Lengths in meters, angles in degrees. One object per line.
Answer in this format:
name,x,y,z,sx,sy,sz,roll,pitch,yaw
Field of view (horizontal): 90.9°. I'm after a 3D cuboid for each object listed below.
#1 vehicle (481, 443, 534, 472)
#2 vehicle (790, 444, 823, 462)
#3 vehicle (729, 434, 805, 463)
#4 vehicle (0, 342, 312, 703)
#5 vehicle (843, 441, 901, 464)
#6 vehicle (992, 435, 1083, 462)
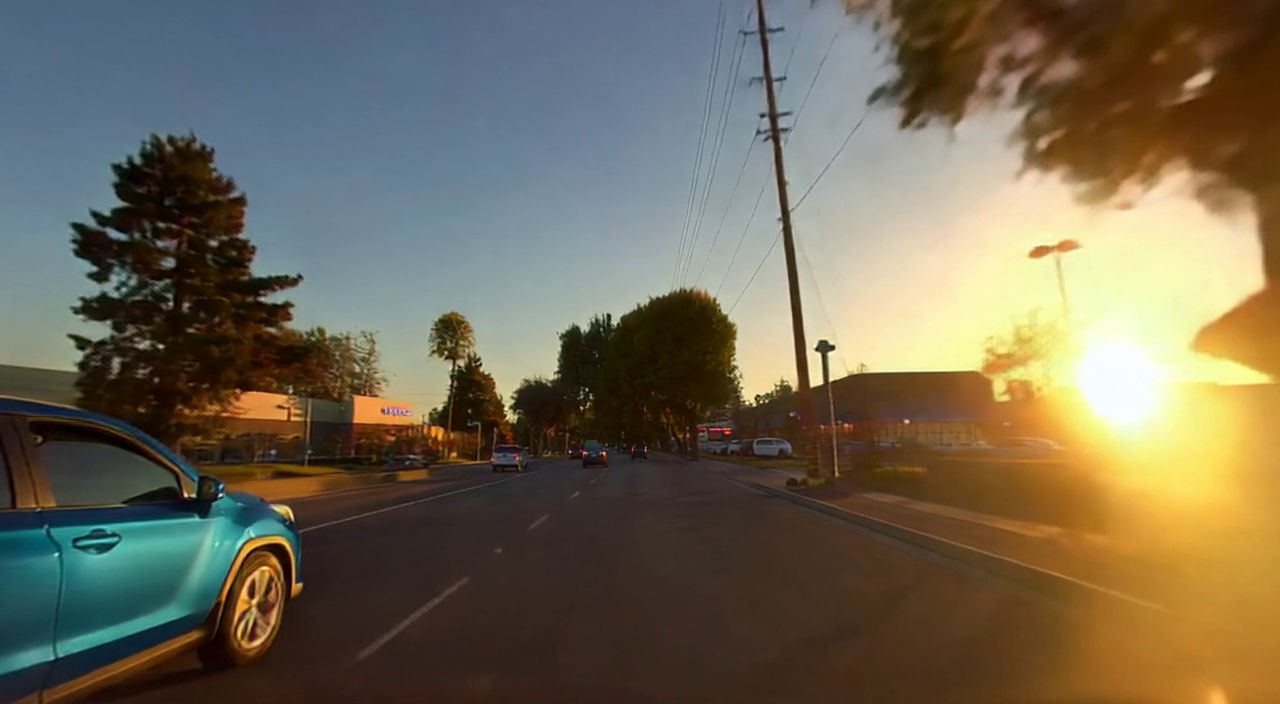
vehicle,-7.426,5.944,35.750,1.990,1.483,4.410,0,-8,1
vehicle,13.074,7.925,49.652,1.540,1.395,3.516,0,-8,-1
vehicle,8.891,6.739,44.161,5.031,1.951,2.184,-2,-9,15
vehicle,-3.312,0.791,2.144,2.127,1.654,4.121,0,-8,0
vehicle,15.877,6.894,43.440,2.177,1.397,4.511,-2,-8,-1
vehicle,26.669,6.455,42.596,2.672,1.580,5.933,-3,-7,5
